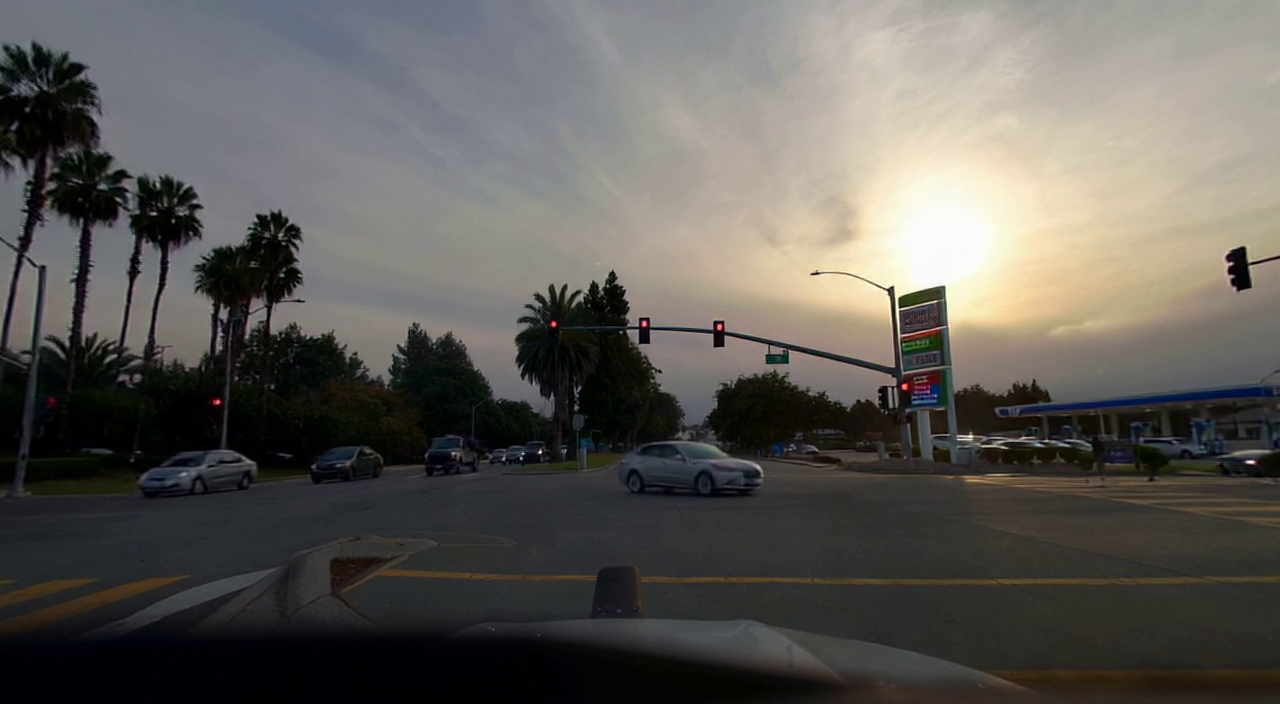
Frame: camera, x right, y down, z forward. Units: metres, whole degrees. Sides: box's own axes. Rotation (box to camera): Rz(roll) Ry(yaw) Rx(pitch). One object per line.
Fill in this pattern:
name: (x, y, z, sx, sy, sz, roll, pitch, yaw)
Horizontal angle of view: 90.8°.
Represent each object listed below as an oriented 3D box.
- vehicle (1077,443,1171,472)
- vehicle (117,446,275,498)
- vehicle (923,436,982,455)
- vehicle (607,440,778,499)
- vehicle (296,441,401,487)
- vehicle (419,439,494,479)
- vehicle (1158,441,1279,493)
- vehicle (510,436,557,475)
vehicle: (24.268, 5.295, 31.735, 3.474, 1.376, 1.538, 0, -9, -2)
vehicle: (-15.168, 4.096, 21.991, 2.099, 1.590, 4.625, 0, -9, 0)
vehicle: (22.549, 6.760, 45.657, 3.356, 1.395, 1.559, 0, -9, -1)
vehicle: (1.384, 3.280, 18.065, 4.579, 1.464, 1.983, -8, -12, 41)
vehicle: (-11.861, 4.560, 26.137, 1.973, 1.712, 4.872, 0, -9, 0)
vehicle: (-8.498, 4.980, 29.696, 2.124, 1.701, 4.551, 0, -9, 0)
vehicle: (18.719, 3.401, 18.816, 5.015, 1.446, 1.862, 0, -9, -3)
vehicle: (-5.124, 5.054, 31.036, 1.929, 1.719, 4.892, 1, -9, -6)
